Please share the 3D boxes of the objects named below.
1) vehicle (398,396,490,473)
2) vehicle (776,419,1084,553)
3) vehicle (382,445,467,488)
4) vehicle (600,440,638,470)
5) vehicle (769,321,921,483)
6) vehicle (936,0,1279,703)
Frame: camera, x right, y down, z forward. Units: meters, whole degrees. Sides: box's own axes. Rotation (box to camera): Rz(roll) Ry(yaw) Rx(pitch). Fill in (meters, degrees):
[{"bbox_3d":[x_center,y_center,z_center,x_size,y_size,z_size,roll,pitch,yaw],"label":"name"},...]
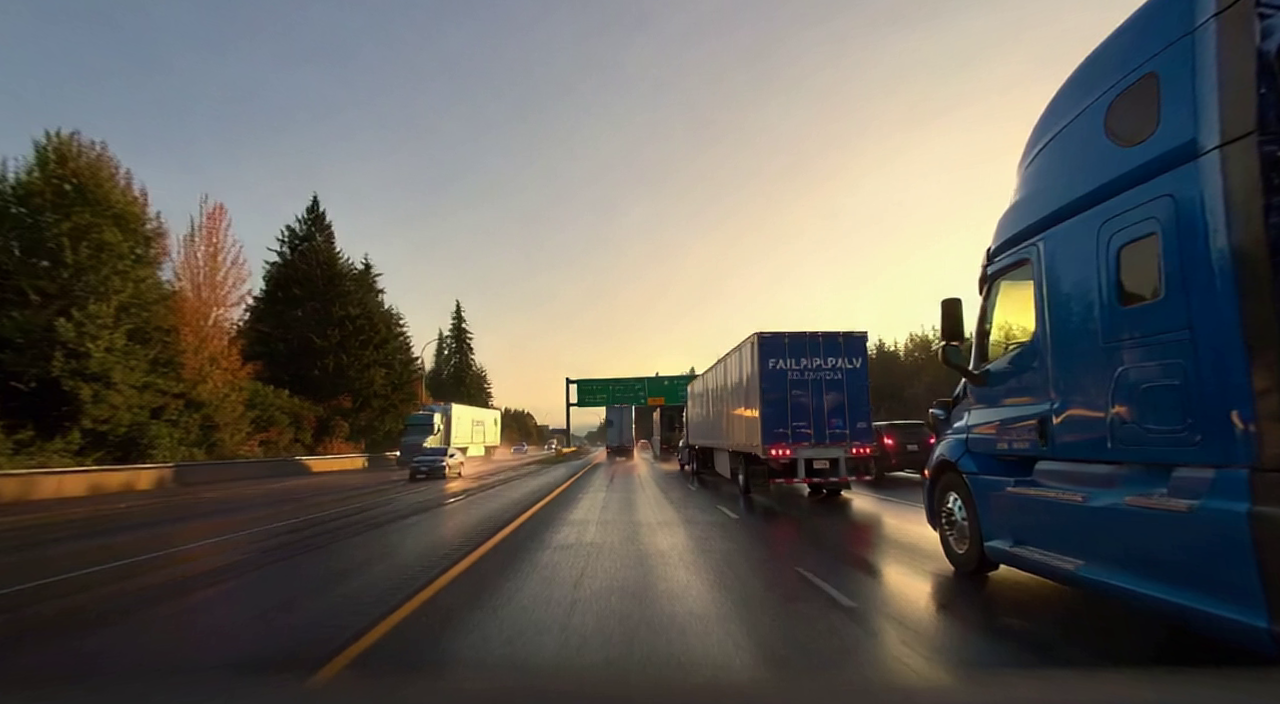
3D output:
[{"bbox_3d":[-13.497,5.952,44.837,2.972,4.669,12.286,0,-8,-2],"label":"vehicle"},{"bbox_3d":[4.355,1.827,9.366,4.253,1.543,2.045,4,-9,-31],"label":"vehicle"},{"bbox_3d":[-9.007,4.800,26.763,2.045,1.603,4.731,0,-8,-1],"label":"vehicle"},{"bbox_3d":[-1.111,5.532,34.045,1.943,1.491,3.459,0,-8,-1],"label":"vehicle"},{"bbox_3d":[4.079,1.054,12.943,2.244,3.047,2.035,0,-8,-2],"label":"vehicle"},{"bbox_3d":[4.023,-0.177,2.065,2.951,3.857,5.902,0,-8,-1],"label":"vehicle"}]
